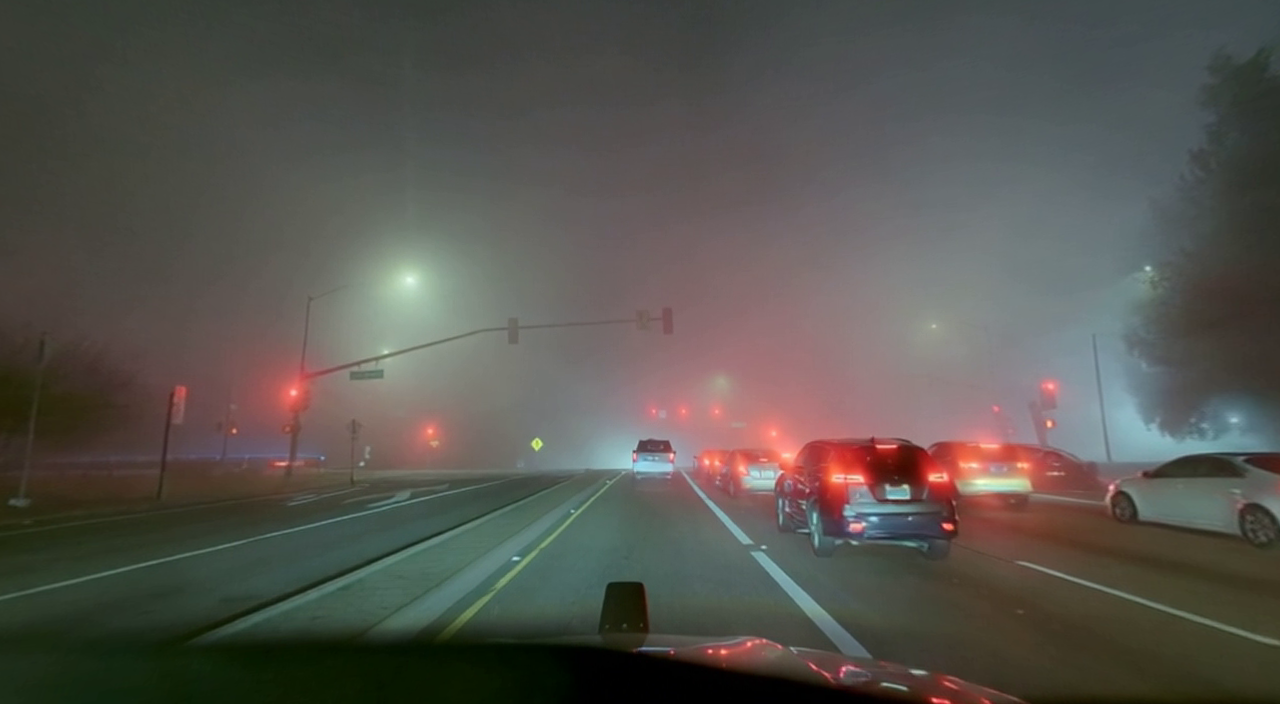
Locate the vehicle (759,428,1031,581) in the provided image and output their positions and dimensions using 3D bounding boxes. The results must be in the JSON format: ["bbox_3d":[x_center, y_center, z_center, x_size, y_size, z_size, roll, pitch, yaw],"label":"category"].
[{"bbox_3d":[3.051,1.890,8.698,2.078,1.578,4.107,0,-8,1],"label":"vehicle"}]

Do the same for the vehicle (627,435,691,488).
[{"bbox_3d":[0.639,4.132,24.202,2.245,1.800,4.522,0,-8,0],"label":"vehicle"}]

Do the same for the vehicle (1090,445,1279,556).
[{"bbox_3d":[9.348,2.139,9.551,1.884,1.422,4.262,0,-8,0],"label":"vehicle"}]
